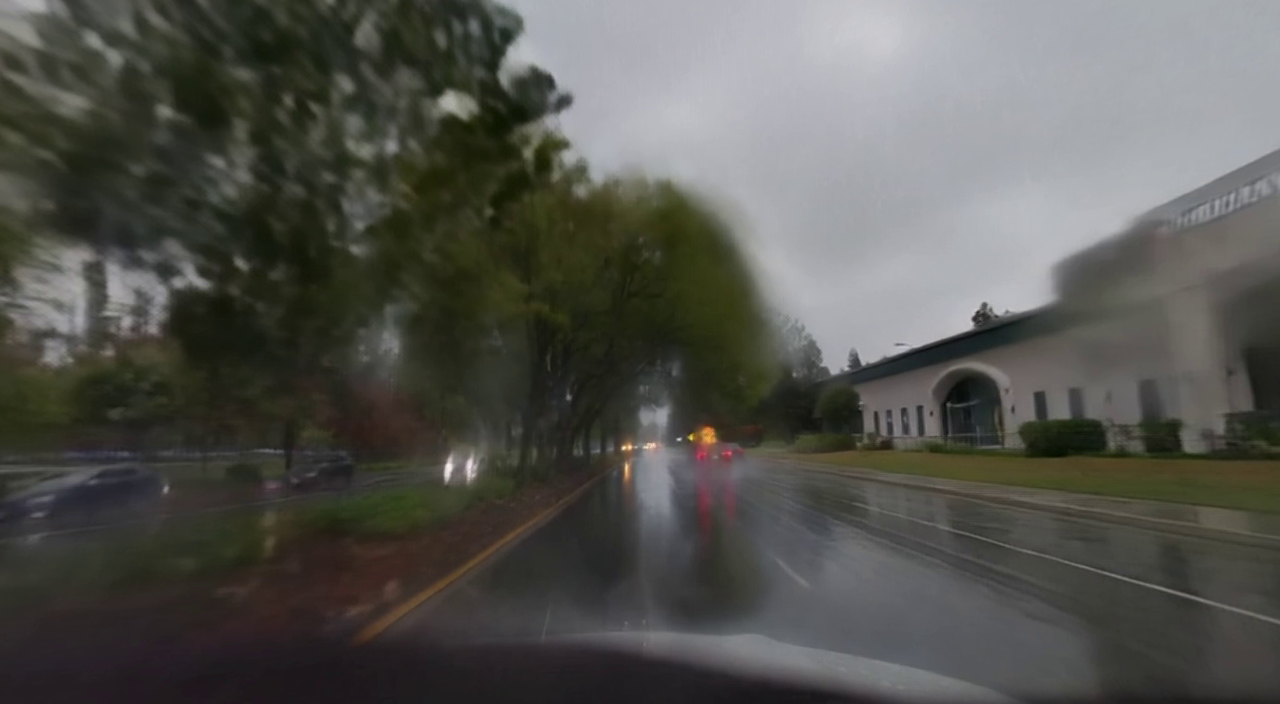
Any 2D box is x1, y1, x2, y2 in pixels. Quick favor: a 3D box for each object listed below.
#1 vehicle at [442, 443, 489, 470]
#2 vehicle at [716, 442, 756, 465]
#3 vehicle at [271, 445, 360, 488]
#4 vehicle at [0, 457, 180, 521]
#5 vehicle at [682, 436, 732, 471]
[{"bbox_3d":[-12.141,7.276,44.085,1.951,1.760,4.410,0,-8,1],"label":"vehicle"},{"bbox_3d":[6.613,7.076,43.957,2.100,1.491,4.563,0,-8,0],"label":"vehicle"},{"bbox_3d":[-16.534,5.827,32.437,2.070,1.892,4.708,-2,-8,0],"label":"vehicle"},{"bbox_3d":[-16.590,3.979,18.856,2.009,1.540,4.849,0,-8,0],"label":"vehicle"},{"bbox_3d":[3.525,5.432,33.926,2.143,1.759,4.378,0,-8,-1],"label":"vehicle"}]
